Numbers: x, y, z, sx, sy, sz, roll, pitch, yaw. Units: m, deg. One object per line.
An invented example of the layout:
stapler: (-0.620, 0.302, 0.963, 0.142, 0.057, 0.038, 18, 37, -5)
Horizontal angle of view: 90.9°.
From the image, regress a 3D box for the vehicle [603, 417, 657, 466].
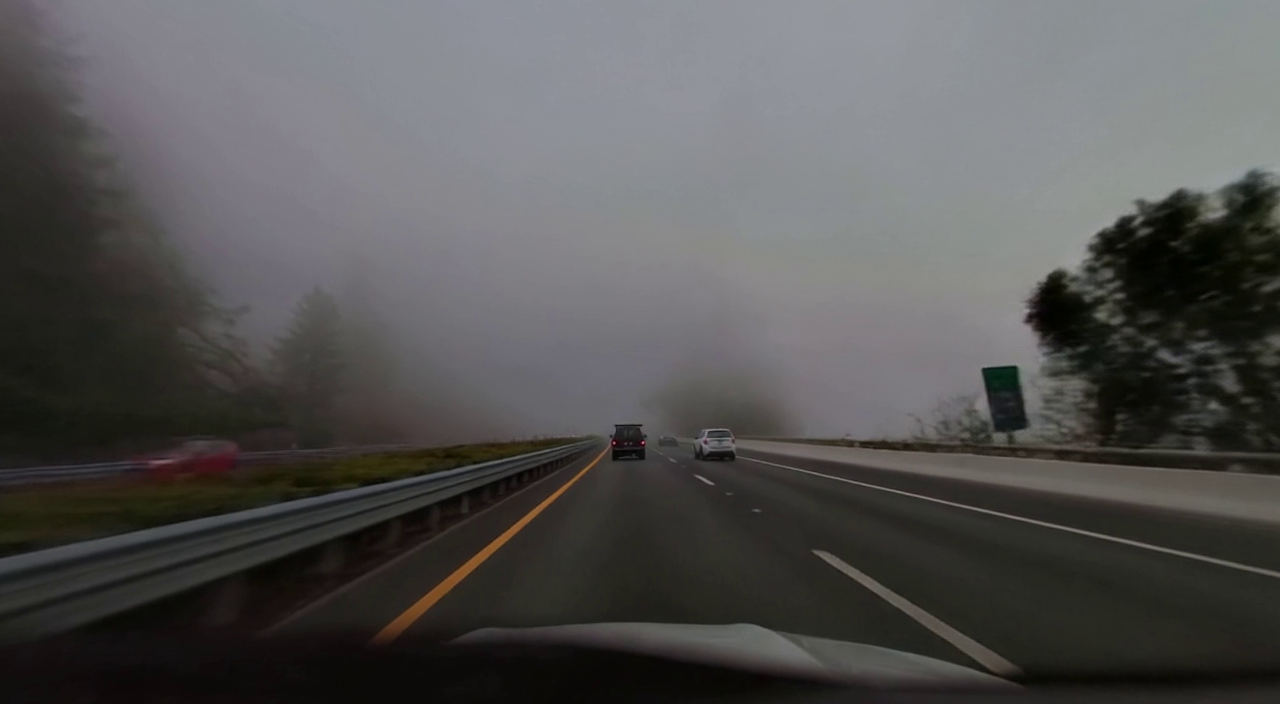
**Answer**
vehicle: (-0.472, 4.073, 28.901, 2.270, 2.044, 4.633, 0, -8, -2)

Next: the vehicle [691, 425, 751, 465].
vehicle: (3.446, 4.071, 27.604, 1.981, 1.606, 3.956, 0, -8, -2)
